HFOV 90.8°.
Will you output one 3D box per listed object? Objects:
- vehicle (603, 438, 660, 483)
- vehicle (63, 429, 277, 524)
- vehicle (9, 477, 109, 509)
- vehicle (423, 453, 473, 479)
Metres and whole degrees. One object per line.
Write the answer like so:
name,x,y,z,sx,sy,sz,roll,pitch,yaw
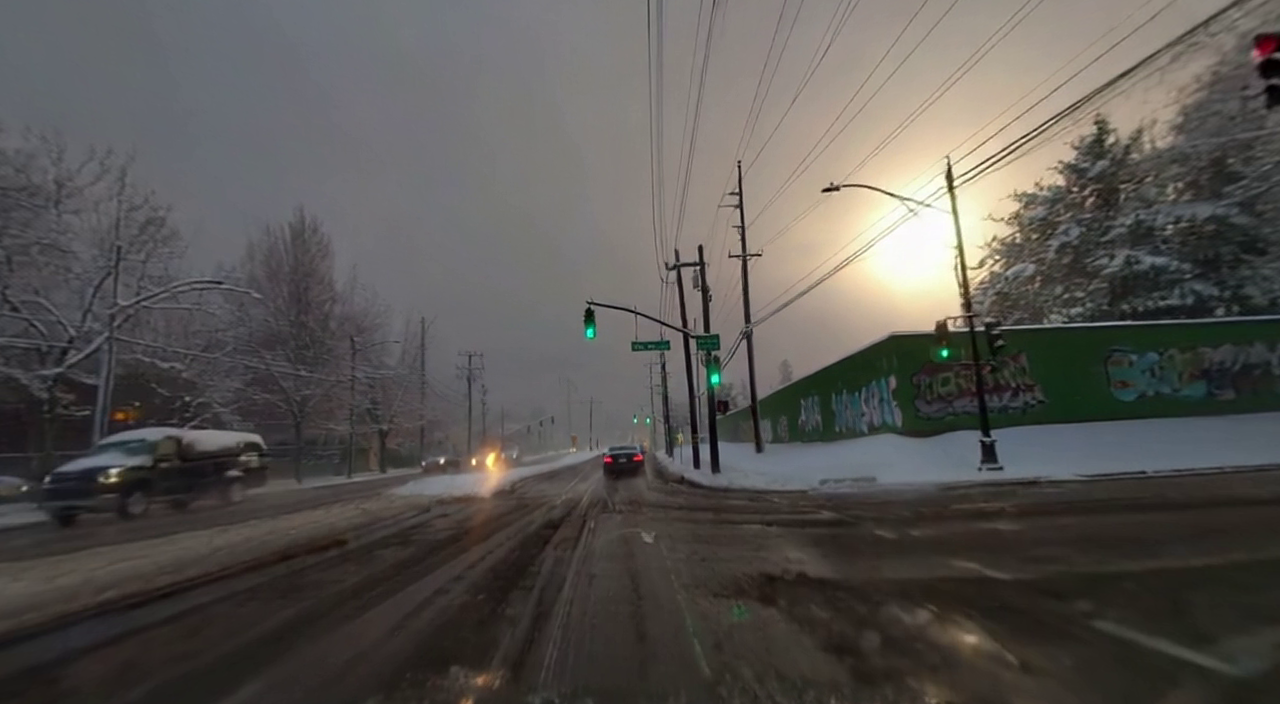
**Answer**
vehicle,-0.333,4.316,25.447,2.105,1.611,3.750,-1,-8,-1
vehicle,-15.757,4.110,21.956,2.356,2.730,6.606,-1,-8,0
vehicle,-32.622,7.901,35.613,1.821,1.468,3.884,-1,-8,3
vehicle,-13.084,7.764,43.336,1.992,1.585,4.375,-1,-8,0
